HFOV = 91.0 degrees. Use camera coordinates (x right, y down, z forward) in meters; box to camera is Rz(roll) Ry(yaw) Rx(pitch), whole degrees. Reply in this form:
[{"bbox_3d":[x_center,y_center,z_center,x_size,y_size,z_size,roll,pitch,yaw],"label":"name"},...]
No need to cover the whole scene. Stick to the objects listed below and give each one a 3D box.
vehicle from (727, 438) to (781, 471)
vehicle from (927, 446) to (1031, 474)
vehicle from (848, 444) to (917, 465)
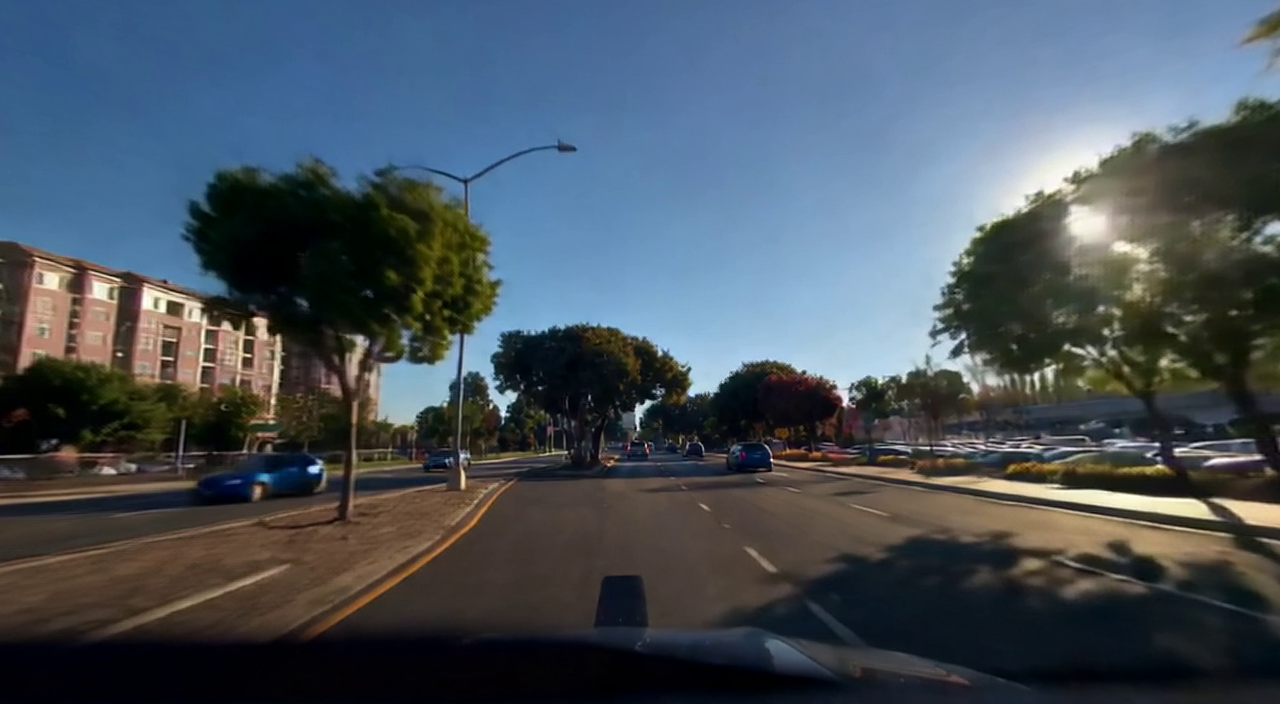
[{"bbox_3d":[6.525,5.948,36.698,2.136,1.799,4.796,0,-9,-2],"label":"vehicle"},{"bbox_3d":[19.058,6.073,35.487,4.683,1.462,1.995,0,-9,0],"label":"vehicle"},{"bbox_3d":[18.997,8.031,49.423,4.644,1.552,1.980,0,-9,2],"label":"vehicle"}]
